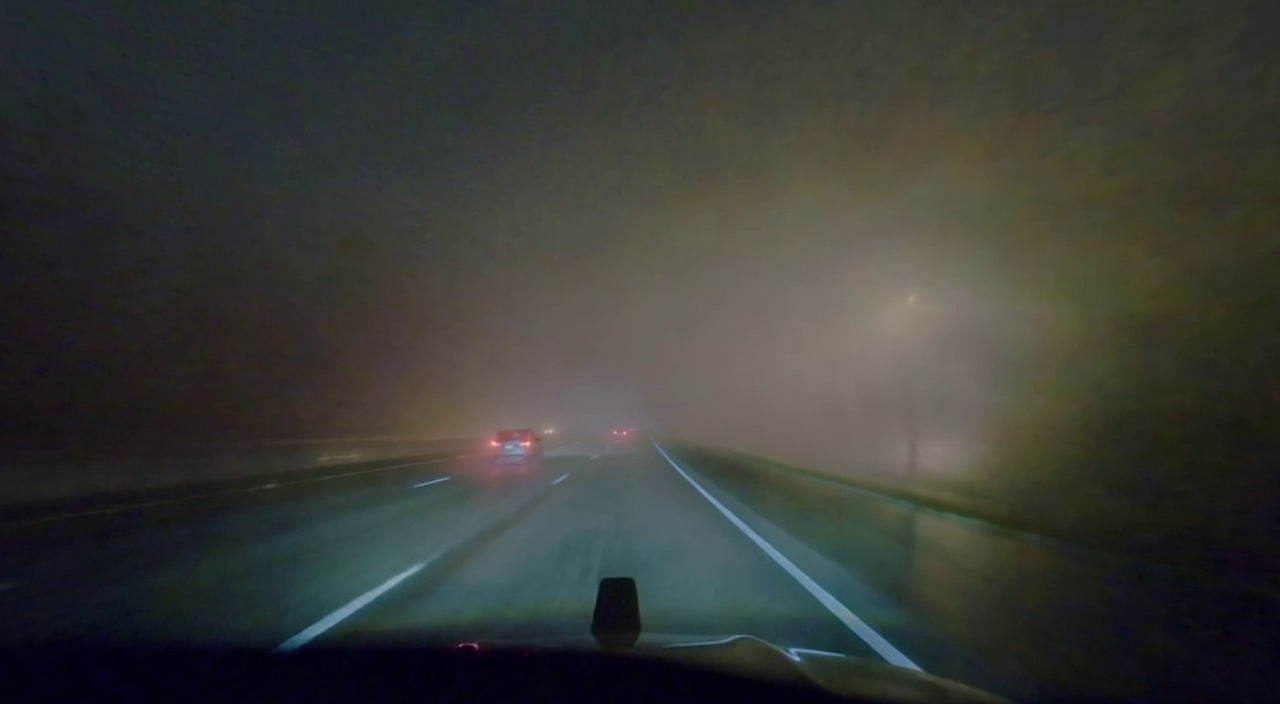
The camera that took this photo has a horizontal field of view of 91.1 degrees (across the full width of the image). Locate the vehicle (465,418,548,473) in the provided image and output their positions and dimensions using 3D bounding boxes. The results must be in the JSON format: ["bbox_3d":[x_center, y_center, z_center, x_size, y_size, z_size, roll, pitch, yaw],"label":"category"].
[{"bbox_3d":[-4.547,3.262,22.131,1.980,1.721,4.419,0,-8,0],"label":"vehicle"}]
